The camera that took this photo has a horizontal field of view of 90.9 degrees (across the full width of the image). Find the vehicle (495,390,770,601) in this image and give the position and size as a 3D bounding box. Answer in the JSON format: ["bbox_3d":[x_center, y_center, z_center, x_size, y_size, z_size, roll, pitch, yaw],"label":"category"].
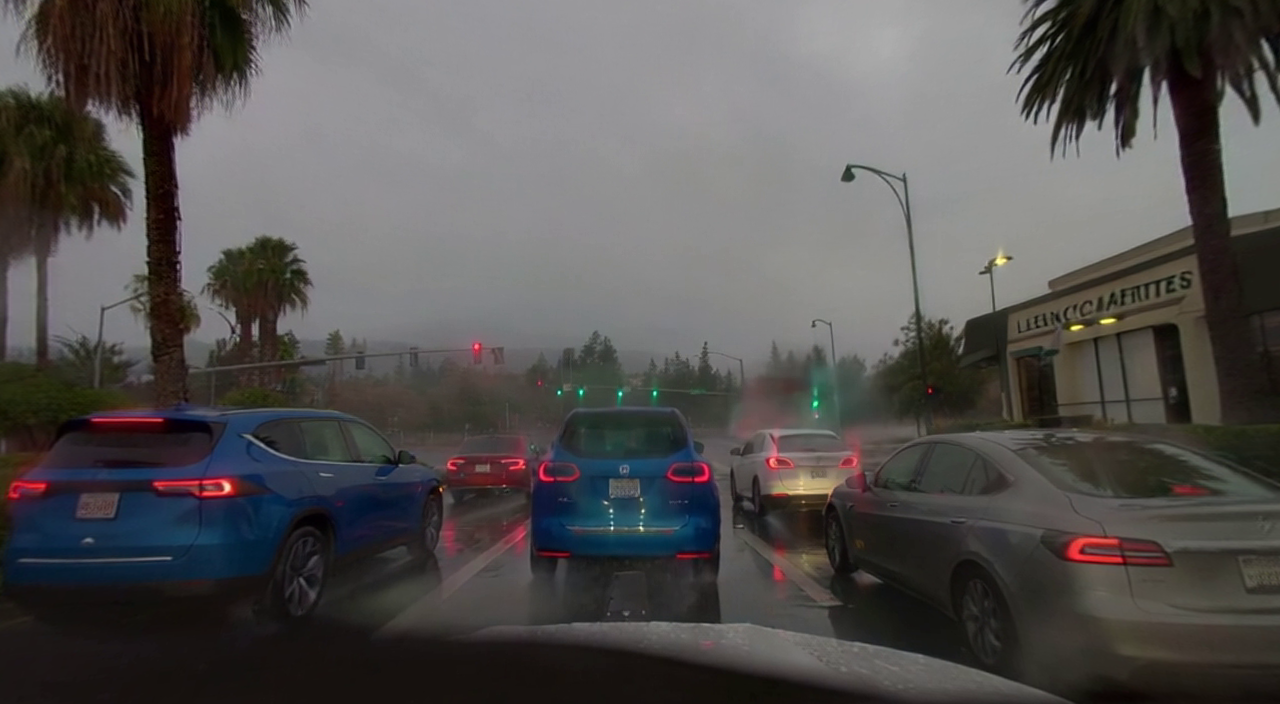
[{"bbox_3d":[-0.127,1.516,7.512,2.280,1.747,4.361,0,-8,-2],"label":"vehicle"}]

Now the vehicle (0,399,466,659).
[{"bbox_3d":[-3.360,1.382,6.052,2.014,1.534,4.455,0,-8,1],"label":"vehicle"}]

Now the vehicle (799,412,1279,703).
[{"bbox_3d":[2.967,1.371,5.256,2.017,1.491,4.611,0,-8,-1],"label":"vehicle"}]
